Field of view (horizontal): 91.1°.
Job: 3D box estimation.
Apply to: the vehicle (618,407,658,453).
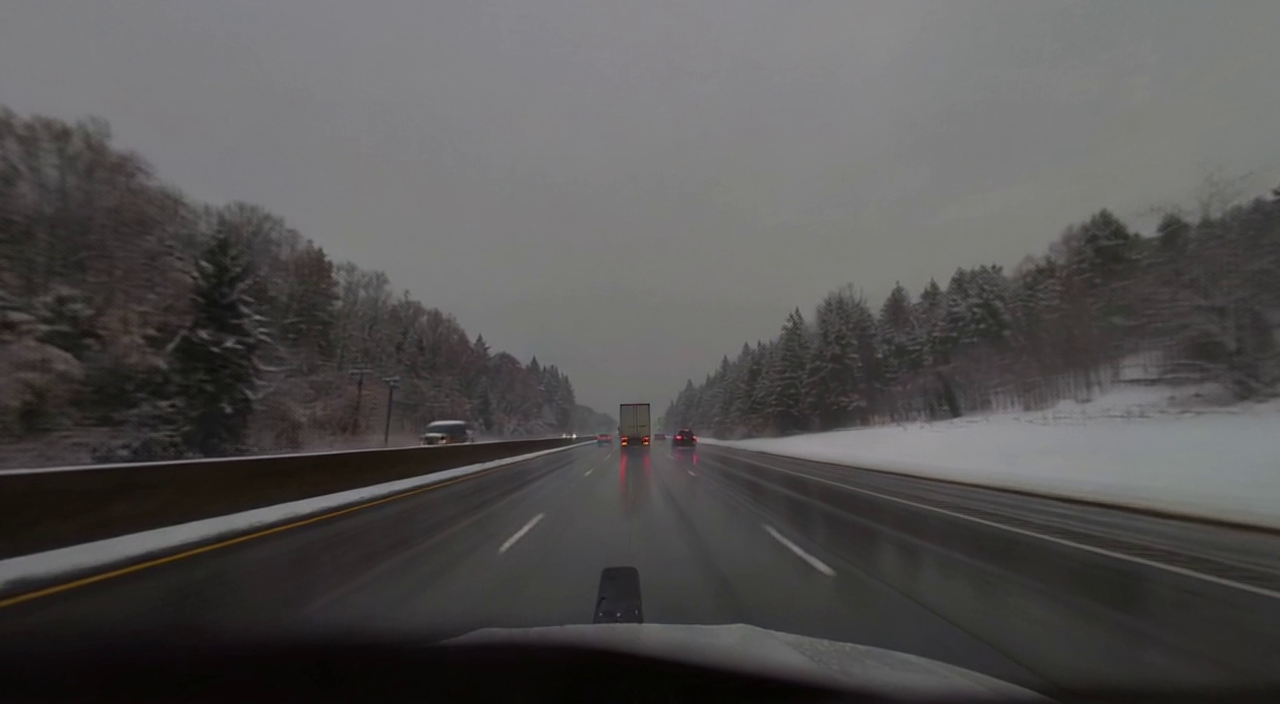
[{"bbox_3d":[-0.224,5.573,44.549,2.631,2.957,6.512,0,-8,-2],"label":"vehicle"}]
